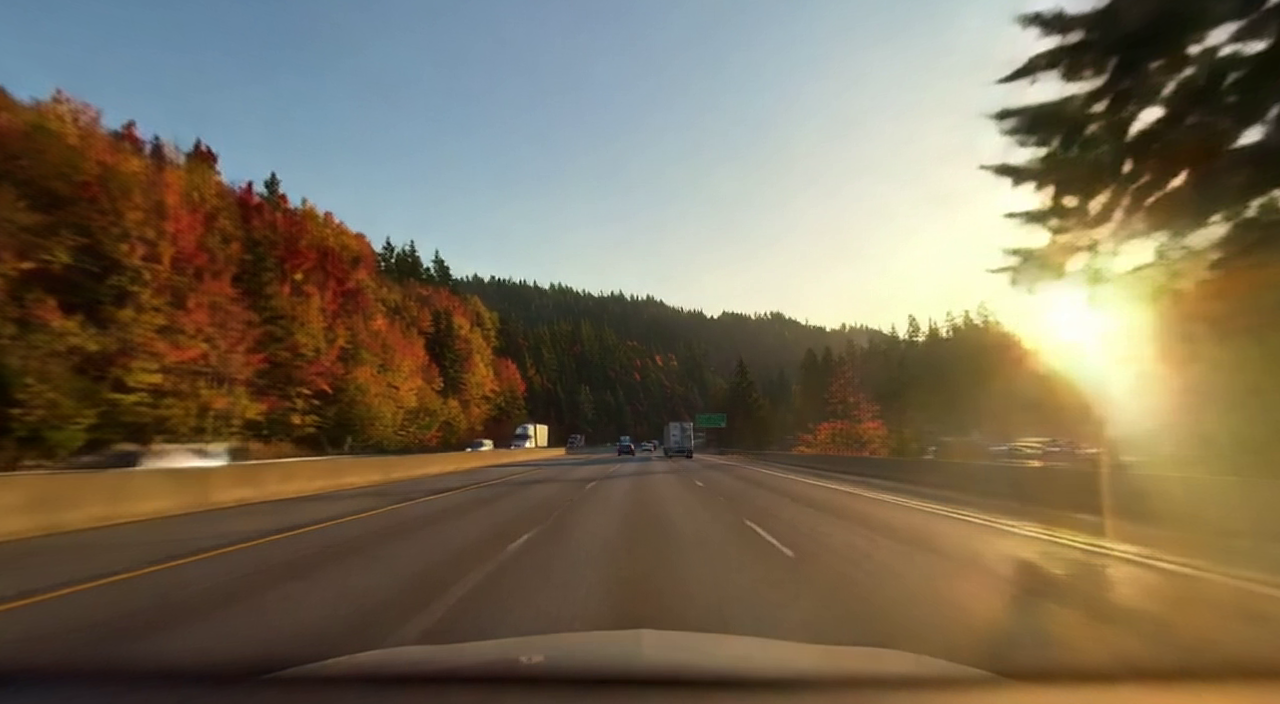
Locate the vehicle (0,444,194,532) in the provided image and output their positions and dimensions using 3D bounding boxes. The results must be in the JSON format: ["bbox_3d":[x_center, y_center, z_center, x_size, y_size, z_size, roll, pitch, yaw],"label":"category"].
[{"bbox_3d":[-11.552,2.601,12.738,1.844,1.473,4.068,-1,-8,3],"label":"vehicle"}]
